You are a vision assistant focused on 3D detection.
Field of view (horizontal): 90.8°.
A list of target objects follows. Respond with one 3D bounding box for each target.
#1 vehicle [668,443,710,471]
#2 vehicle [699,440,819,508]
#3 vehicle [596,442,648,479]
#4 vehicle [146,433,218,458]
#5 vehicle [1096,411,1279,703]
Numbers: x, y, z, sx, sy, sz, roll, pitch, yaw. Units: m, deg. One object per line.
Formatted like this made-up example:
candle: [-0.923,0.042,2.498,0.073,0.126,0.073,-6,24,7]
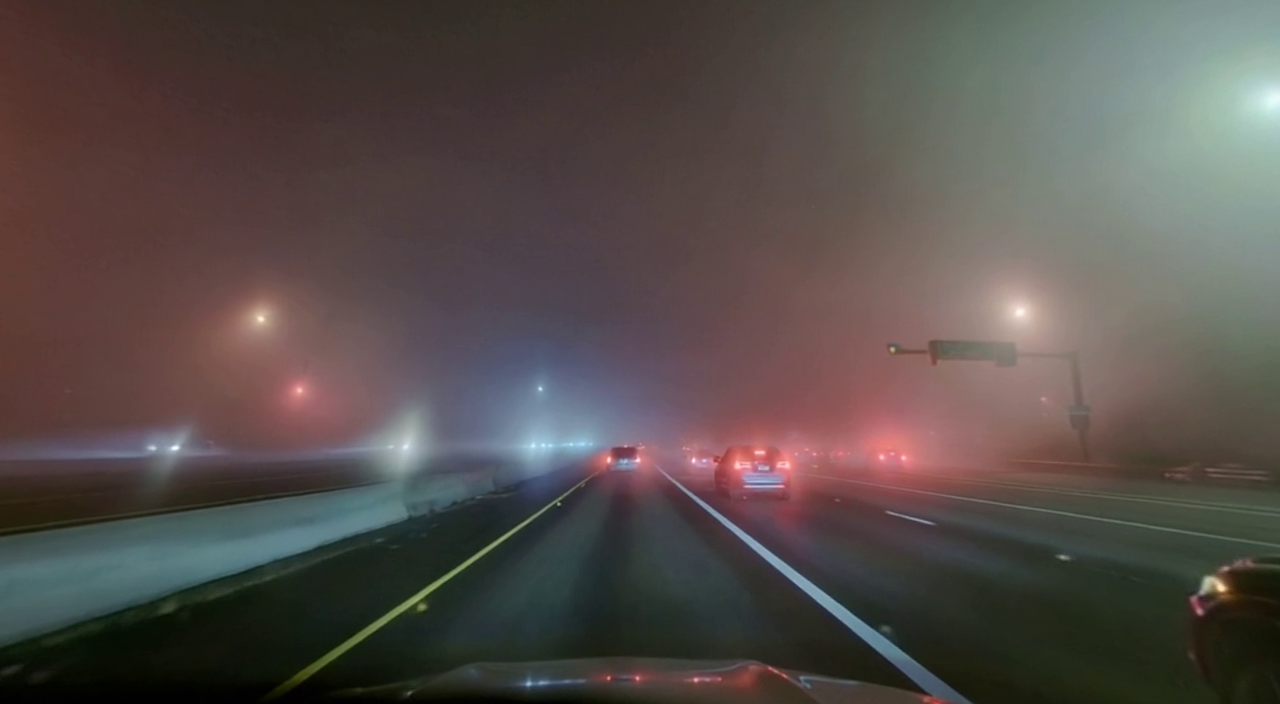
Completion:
vehicle: [2.741,6.038,36.556,1.916,1.487,4.117,0,-9,-3]
vehicle: [2.795,2.979,15.975,2.042,1.460,4.451,0,-9,-2]
vehicle: [-0.751,4.671,27.387,2.069,1.470,4.004,0,-9,-1]
vehicle: [-32.199,6.592,44.583,1.865,1.651,4.323,0,-9,-1]
vehicle: [3.307,0.748,0.948,1.996,1.455,4.281,0,-9,-1]
